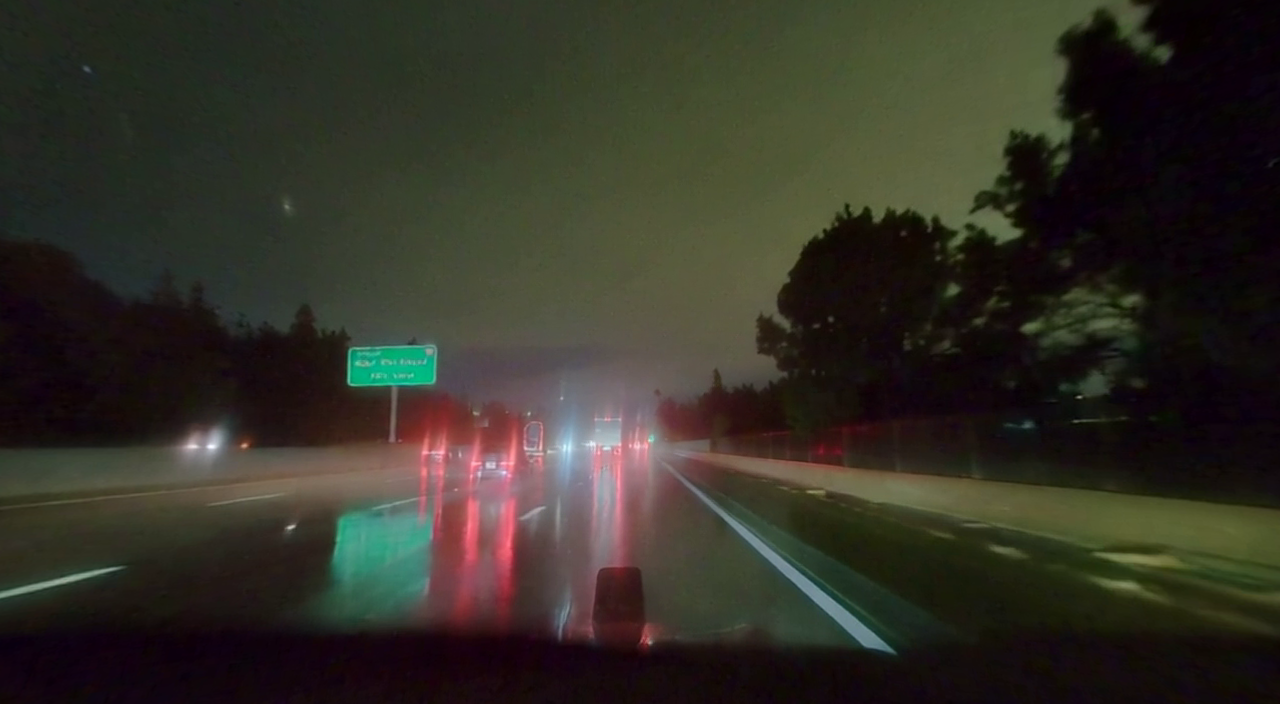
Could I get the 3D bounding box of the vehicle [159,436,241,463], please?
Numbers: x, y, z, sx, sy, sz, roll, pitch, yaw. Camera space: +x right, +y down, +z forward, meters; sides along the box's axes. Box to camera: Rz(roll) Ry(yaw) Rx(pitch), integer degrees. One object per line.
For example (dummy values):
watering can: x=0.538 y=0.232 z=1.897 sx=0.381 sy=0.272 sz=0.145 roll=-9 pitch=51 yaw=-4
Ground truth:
vehicle: x=-32.663 y=7.242 z=46.943 sx=2.093 sy=1.861 sz=5.410 roll=0 pitch=-9 yaw=1

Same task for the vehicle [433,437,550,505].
vehicle: x=-3.711 y=3.044 z=16.554 sx=1.931 sy=1.528 sz=4.126 roll=0 pitch=-9 yaw=2
